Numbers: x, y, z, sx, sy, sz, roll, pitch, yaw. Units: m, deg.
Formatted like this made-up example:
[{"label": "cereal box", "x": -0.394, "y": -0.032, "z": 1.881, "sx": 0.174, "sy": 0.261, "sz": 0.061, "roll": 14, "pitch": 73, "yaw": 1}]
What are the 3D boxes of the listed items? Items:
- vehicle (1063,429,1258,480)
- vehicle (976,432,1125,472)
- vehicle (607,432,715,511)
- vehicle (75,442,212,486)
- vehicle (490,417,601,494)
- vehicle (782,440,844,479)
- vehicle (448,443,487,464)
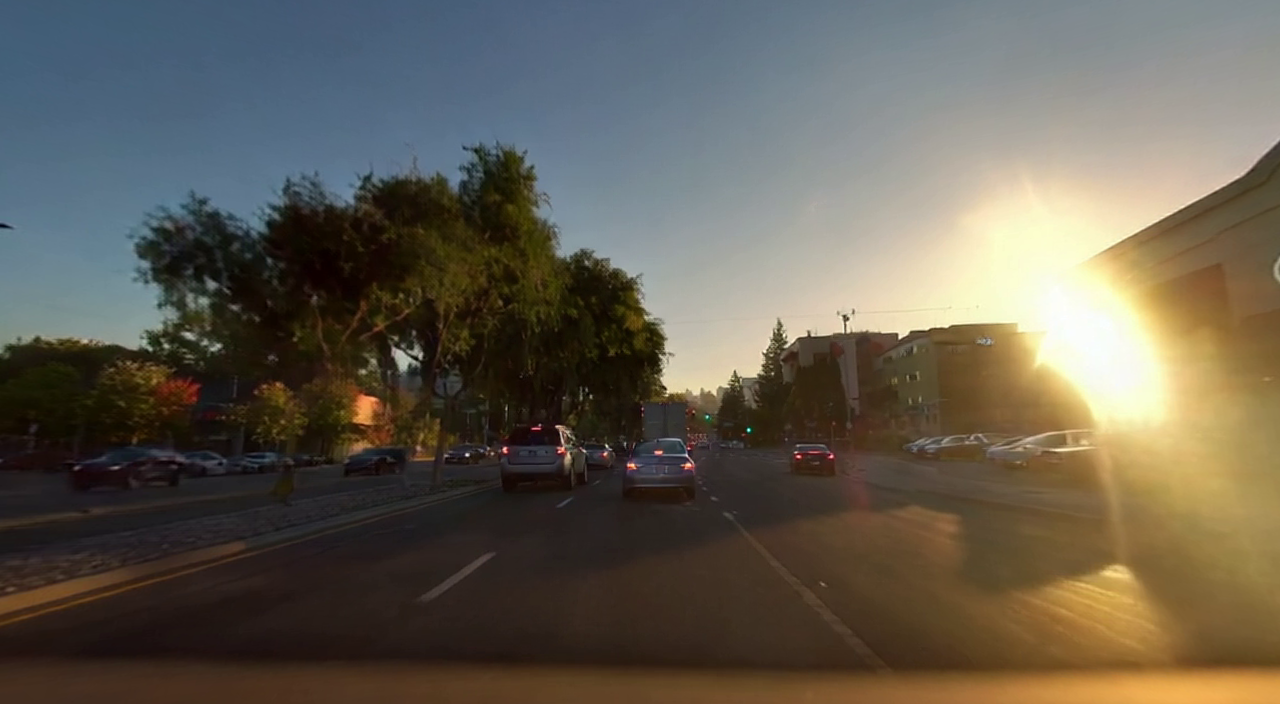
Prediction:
[{"label": "vehicle", "x": 16.152, "y": 3.198, "z": 19.742, "sx": 4.323, "sy": 1.496, "sz": 1.937, "roll": 0, "pitch": -9, "yaw": 0}, {"label": "vehicle", "x": 15.640, "y": 3.822, "z": 24.173, "sx": 4.436, "sy": 1.466, "sz": 1.875, "roll": 0, "pitch": -9, "yaw": -2}, {"label": "vehicle", "x": 0.384, "y": 2.600, "z": 14.161, "sx": 2.061, "sy": 1.494, "sz": 4.079, "roll": 0, "pitch": -8, "yaw": -1}, {"label": "vehicle", "x": -19.159, "y": 4.319, "z": 24.629, "sx": 1.933, "sy": 1.534, "sz": 4.270, "roll": 0, "pitch": -9, "yaw": -2}, {"label": "vehicle", "x": -2.588, "y": 3.034, "z": 18.744, "sx": 2.289, "sy": 1.935, "sz": 5.227, "roll": 0, "pitch": -8, "yaw": 2}, {"label": "vehicle", "x": 7.160, "y": 4.472, "z": 26.470, "sx": 1.900, "sy": 1.507, "sz": 4.151, "roll": -1, "pitch": -9, "yaw": 7}, {"label": "vehicle", "x": -13.276, "y": 7.810, "z": 48.636, "sx": 2.011, "sy": 1.456, "sz": 4.143, "roll": 0, "pitch": -9, "yaw": -3}]
